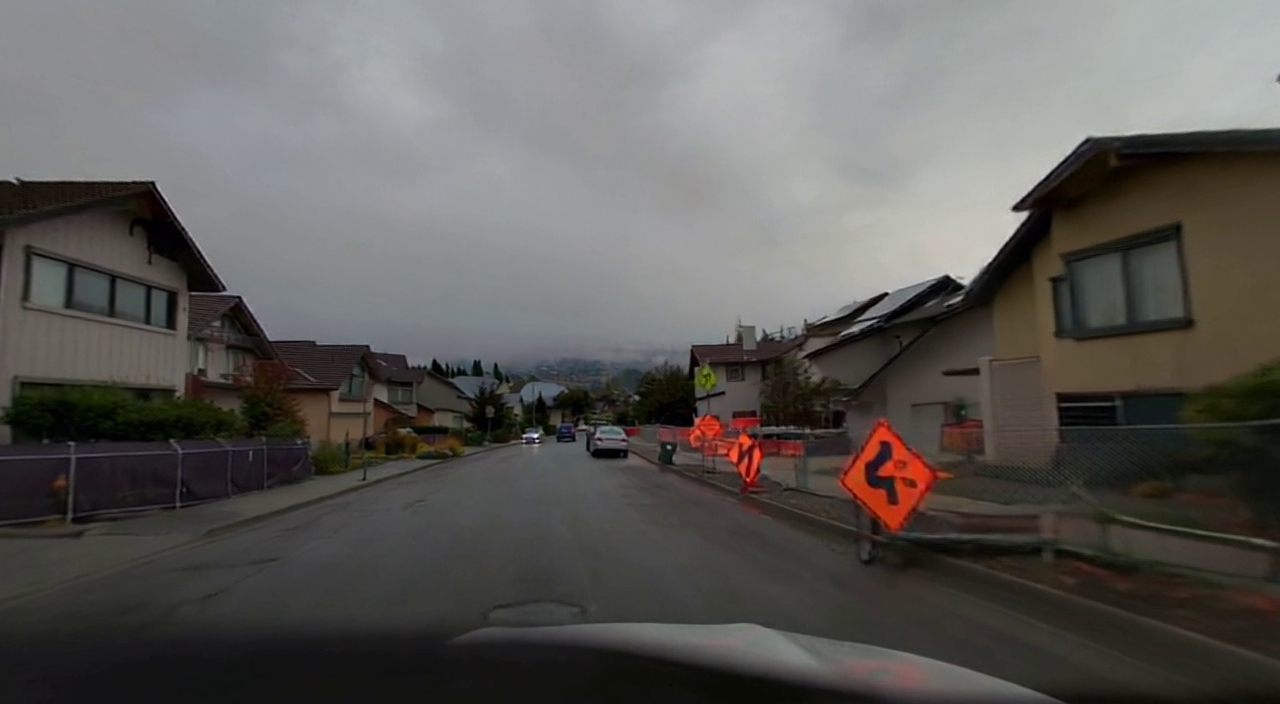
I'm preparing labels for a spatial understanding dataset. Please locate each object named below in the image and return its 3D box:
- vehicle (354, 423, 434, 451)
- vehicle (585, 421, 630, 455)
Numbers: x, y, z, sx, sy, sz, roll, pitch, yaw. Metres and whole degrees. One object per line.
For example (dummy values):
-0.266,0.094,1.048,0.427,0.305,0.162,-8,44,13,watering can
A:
-15.630,5.435,40.184,4.205,1.745,2.121,1,-8,-2,vehicle
-1.584,4.101,30.022,1.998,1.494,3.927,0,-8,-4,vehicle
